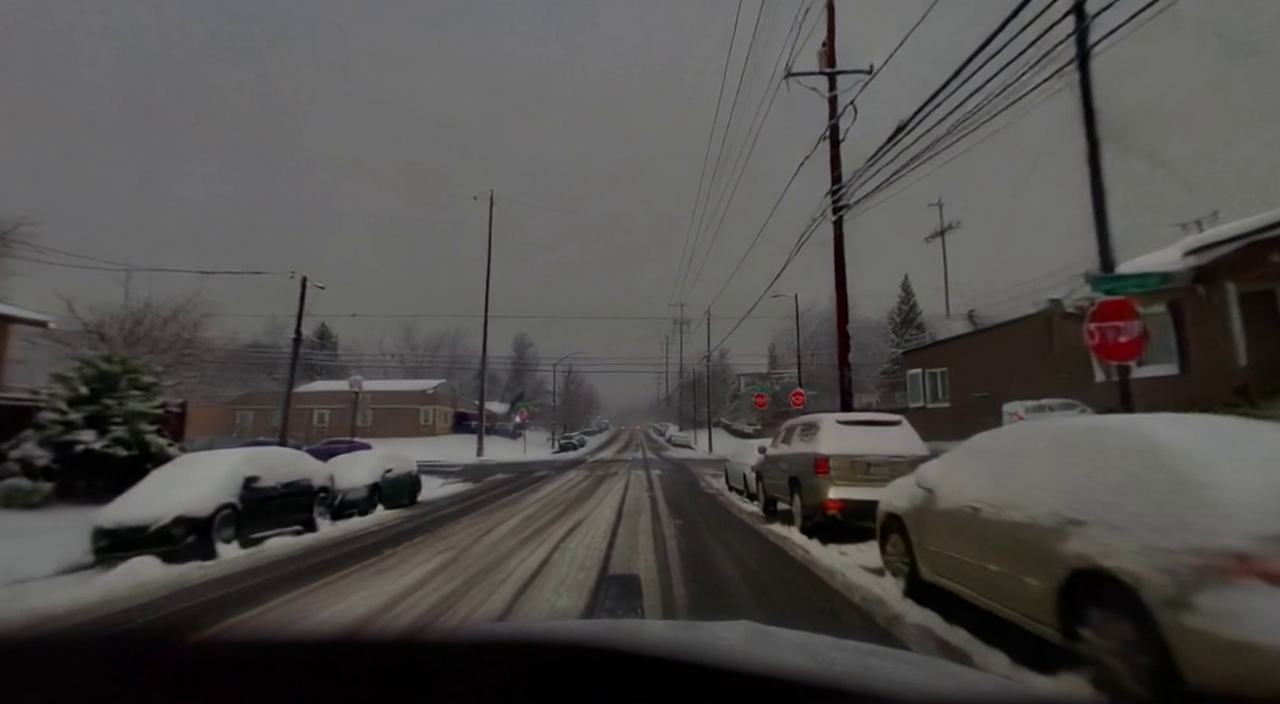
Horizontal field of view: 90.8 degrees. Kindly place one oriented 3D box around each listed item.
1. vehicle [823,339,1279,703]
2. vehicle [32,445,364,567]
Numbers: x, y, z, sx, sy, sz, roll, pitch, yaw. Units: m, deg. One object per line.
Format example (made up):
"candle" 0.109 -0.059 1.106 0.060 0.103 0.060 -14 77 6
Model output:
"vehicle" 3.283 1.211 5.010 2.086 1.759 5.461 0 -8 1
"vehicle" -6.383 2.207 9.995 2.098 1.454 4.449 0 -8 -1
